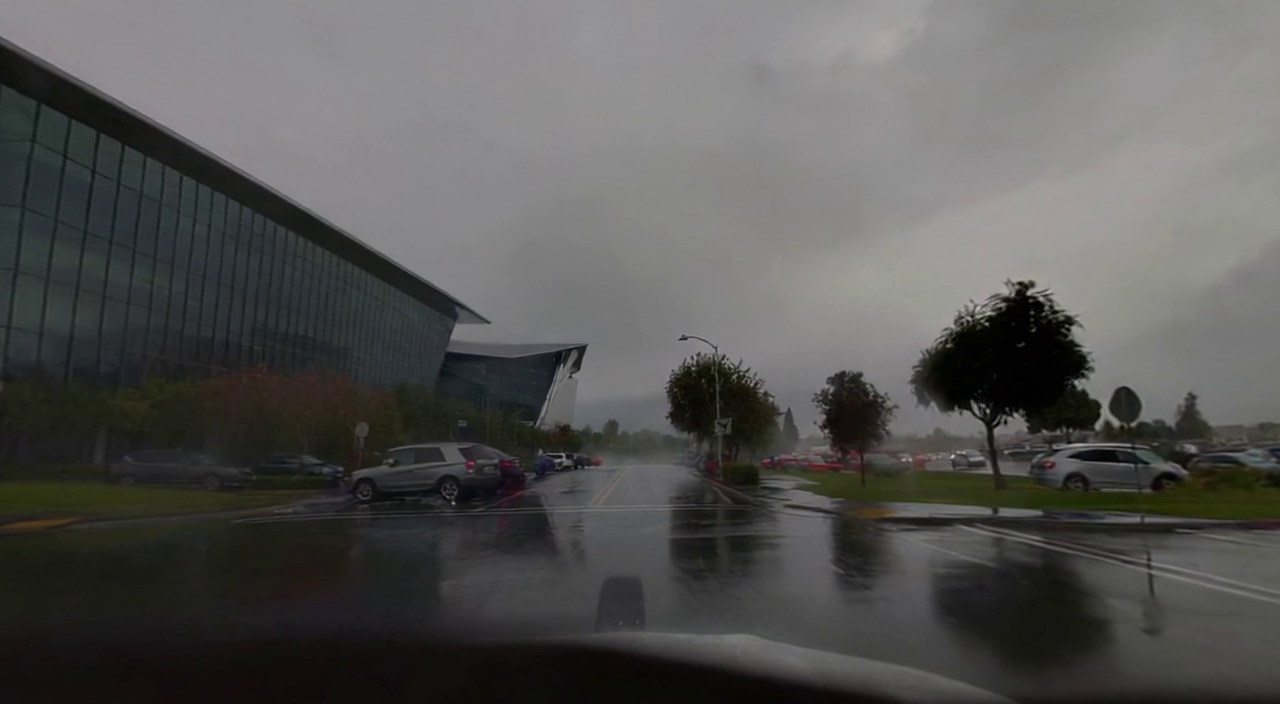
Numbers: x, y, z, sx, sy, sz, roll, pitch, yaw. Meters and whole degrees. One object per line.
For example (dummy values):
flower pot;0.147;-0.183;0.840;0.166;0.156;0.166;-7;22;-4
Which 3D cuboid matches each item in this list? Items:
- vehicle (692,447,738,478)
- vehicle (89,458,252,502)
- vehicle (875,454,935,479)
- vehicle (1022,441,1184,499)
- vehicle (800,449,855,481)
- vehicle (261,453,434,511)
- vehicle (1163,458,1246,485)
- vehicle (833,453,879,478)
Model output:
vehicle;4.545;6.822;39.311;2.262;1.794;5.331;0;-8;1
vehicle;-16.552;4.502;22.409;4.331;1.437;1.876;0;-9;3
vehicle;17.089;7.386;40.973;1.971;1.478;4.477;0;-8;1
vehicle;16.476;4.188;22.928;2.048;1.852;4.998;0;-9;0
vehicle;10.518;6.348;35.769;1.936;1.673;4.305;0;-8;2
vehicle;-8.674;3.827;18.958;4.442;1.504;1.809;4;-10;-27
vehicle;31.251;6.584;35.057;1.519;1.371;3.278;0;-8;0
vehicle;14.197;7.445;41.651;1.935;1.477;3.719;-1;-9;4
